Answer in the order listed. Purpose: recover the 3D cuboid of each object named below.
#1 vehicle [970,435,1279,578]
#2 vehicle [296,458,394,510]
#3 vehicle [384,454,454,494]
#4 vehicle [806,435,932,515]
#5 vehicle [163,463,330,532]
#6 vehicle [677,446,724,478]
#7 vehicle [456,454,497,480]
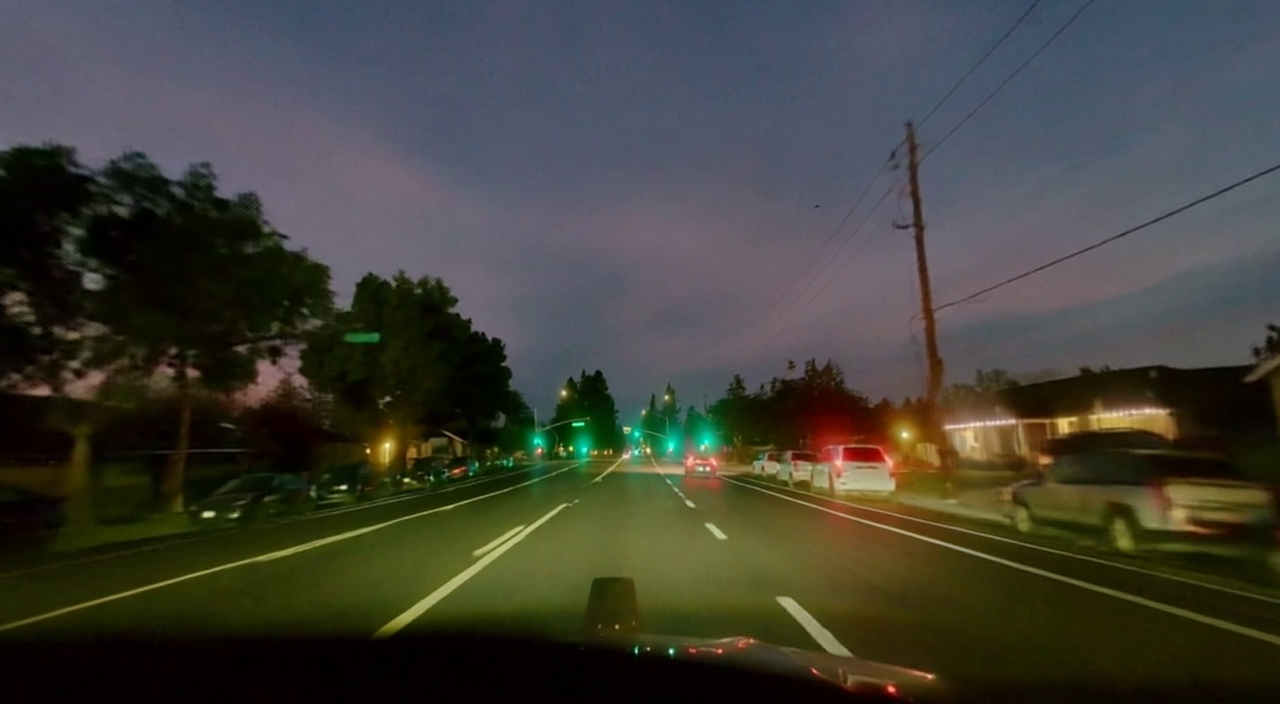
[{"bbox_3d":[7.549,2.248,10.129,1.979,1.754,4.370,0,-8,-3],"label":"vehicle"},{"bbox_3d":[-11.629,5.199,25.255,1.921,1.770,4.265,0,-8,-1],"label":"vehicle"},{"bbox_3d":[-11.524,6.356,33.353,2.049,1.848,4.693,0,-8,-1],"label":"vehicle"},{"bbox_3d":[7.237,3.898,20.659,2.081,2.286,4.941,0,-8,-2],"label":"vehicle"},{"bbox_3d":[-11.771,4.339,19.458,1.888,1.668,5.052,0,-8,0],"label":"vehicle"},{"bbox_3d":[3.191,5.924,34.373,1.951,1.620,4.582,0,-8,-2],"label":"vehicle"},{"bbox_3d":[-12.232,8.614,47.587,2.032,1.773,4.471,0,-8,-2],"label":"vehicle"}]
